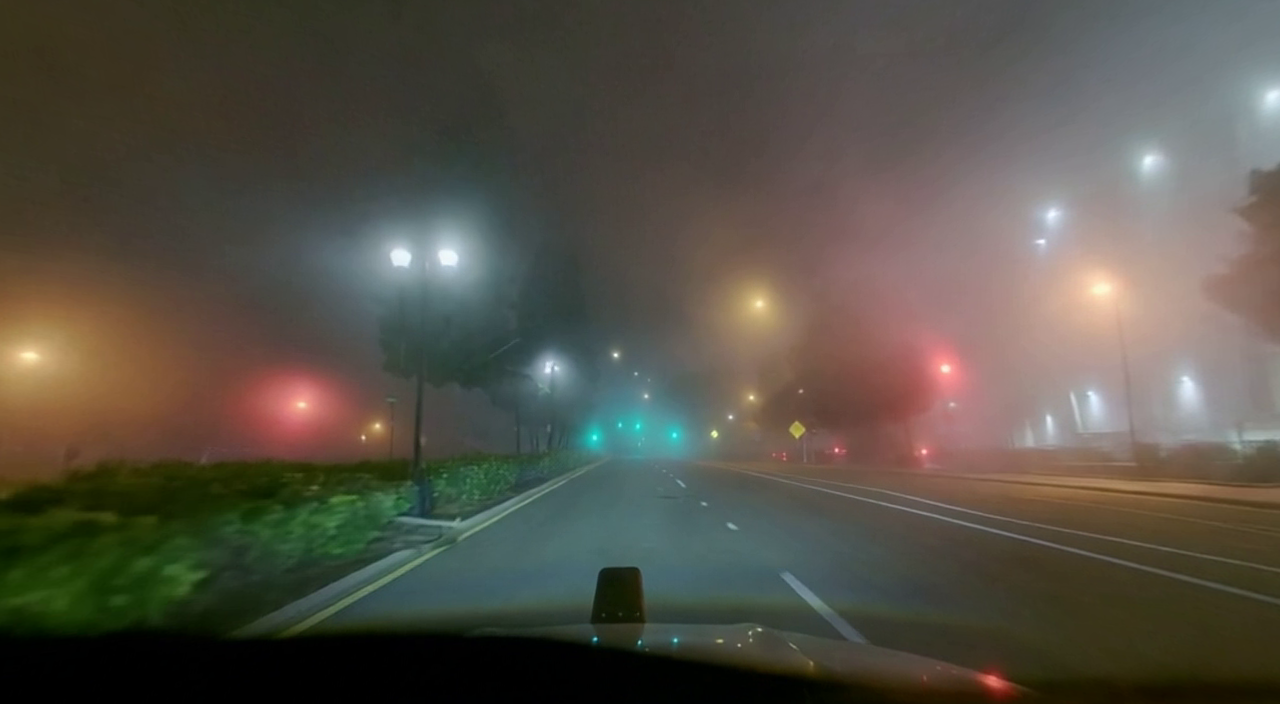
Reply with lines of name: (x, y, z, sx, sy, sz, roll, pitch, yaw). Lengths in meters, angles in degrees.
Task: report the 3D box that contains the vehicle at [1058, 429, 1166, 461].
vehicle: (29.224, 5.804, 39.245, 4.924, 1.901, 2.095, 0, -9, 0)
